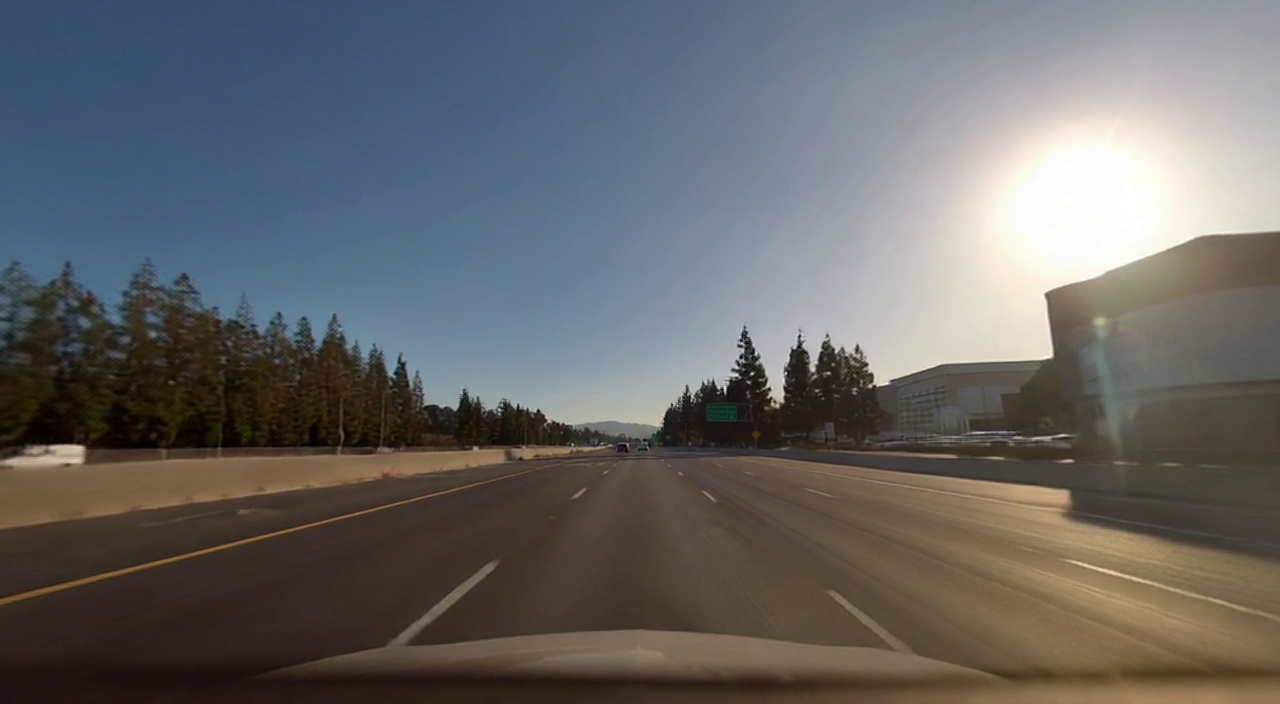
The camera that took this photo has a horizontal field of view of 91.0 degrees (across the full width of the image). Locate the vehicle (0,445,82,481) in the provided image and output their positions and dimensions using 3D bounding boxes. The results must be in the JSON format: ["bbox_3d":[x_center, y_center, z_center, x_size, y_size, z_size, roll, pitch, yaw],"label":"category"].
[{"bbox_3d":[-32.967,5.839,33.433,2.051,1.778,4.839,0,-9,2],"label":"vehicle"}]
